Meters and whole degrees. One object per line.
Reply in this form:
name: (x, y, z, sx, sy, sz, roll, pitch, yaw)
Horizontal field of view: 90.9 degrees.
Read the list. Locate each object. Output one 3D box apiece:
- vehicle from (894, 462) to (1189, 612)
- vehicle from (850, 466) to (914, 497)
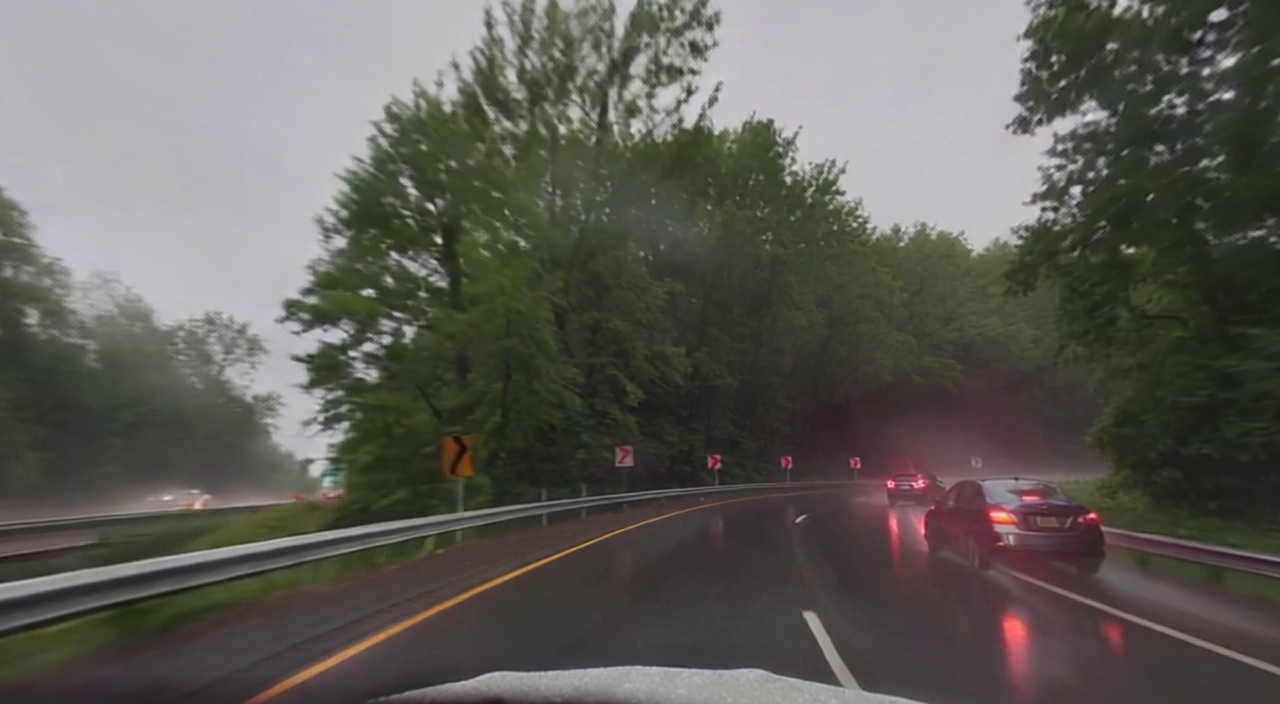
vehicle: (5.325, 2.446, 9.188, 2.023, 1.593, 4.105, -1, -11, 8)
vehicle: (12.954, 6.879, 33.649, 1.992, 1.503, 3.793, -8, -14, 39)
